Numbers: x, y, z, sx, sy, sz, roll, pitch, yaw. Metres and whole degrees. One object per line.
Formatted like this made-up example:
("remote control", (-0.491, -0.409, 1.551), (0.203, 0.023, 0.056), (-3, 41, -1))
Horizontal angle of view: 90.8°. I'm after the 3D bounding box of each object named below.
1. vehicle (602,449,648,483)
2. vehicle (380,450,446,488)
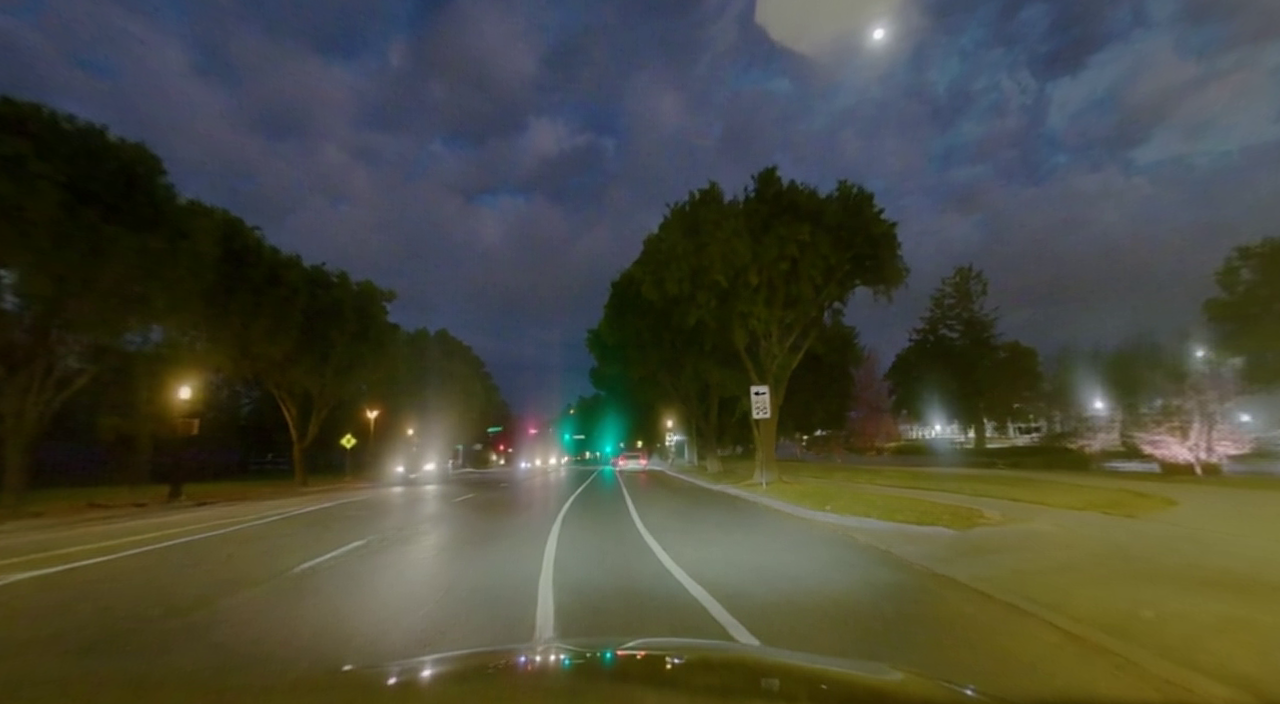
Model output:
("vehicle", (-0.749, 5.486, 30.803), (2.111, 1.466, 4.223), (0, -8, -2))
("vehicle", (-11.777, 6.055, 33.055), (1.969, 1.751, 4.432), (0, -8, -3))
